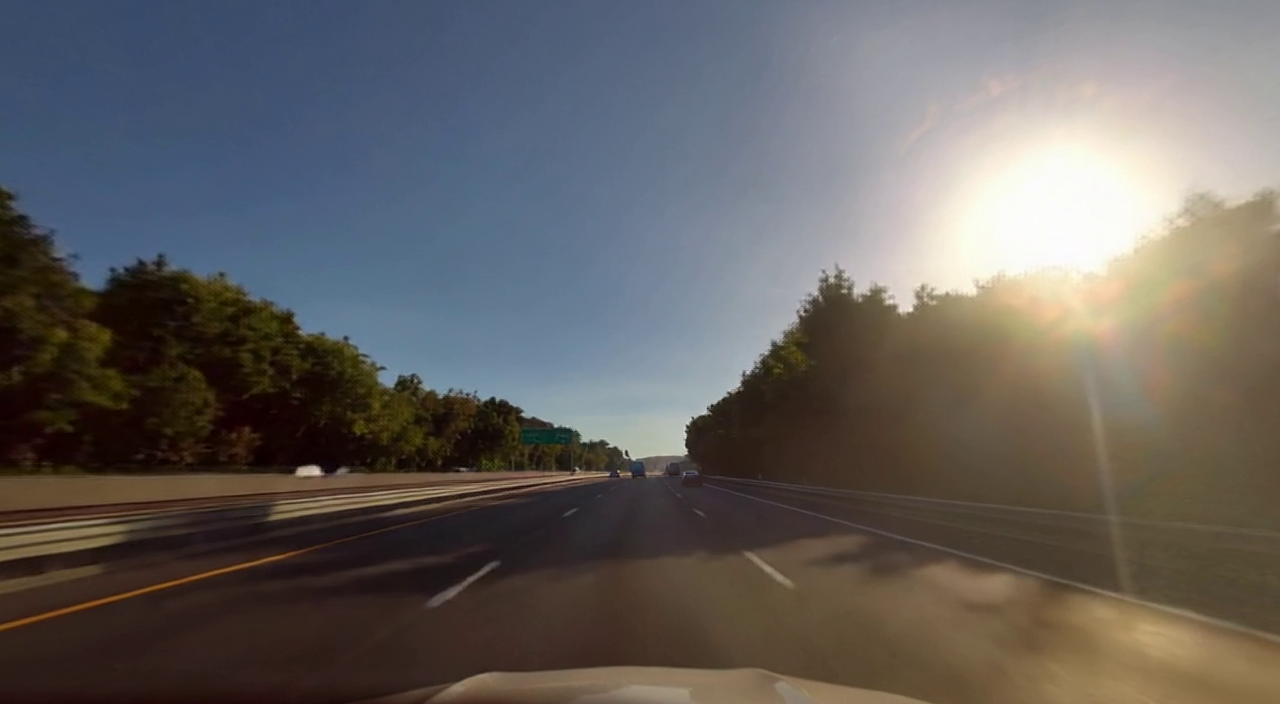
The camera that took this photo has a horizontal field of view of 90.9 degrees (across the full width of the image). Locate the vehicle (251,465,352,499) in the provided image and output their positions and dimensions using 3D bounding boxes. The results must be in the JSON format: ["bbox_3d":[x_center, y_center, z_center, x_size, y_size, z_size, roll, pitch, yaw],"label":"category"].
[{"bbox_3d":[-16.434,6.321,30.961,1.944,1.485,5.189,0,-10,2],"label":"vehicle"}]
